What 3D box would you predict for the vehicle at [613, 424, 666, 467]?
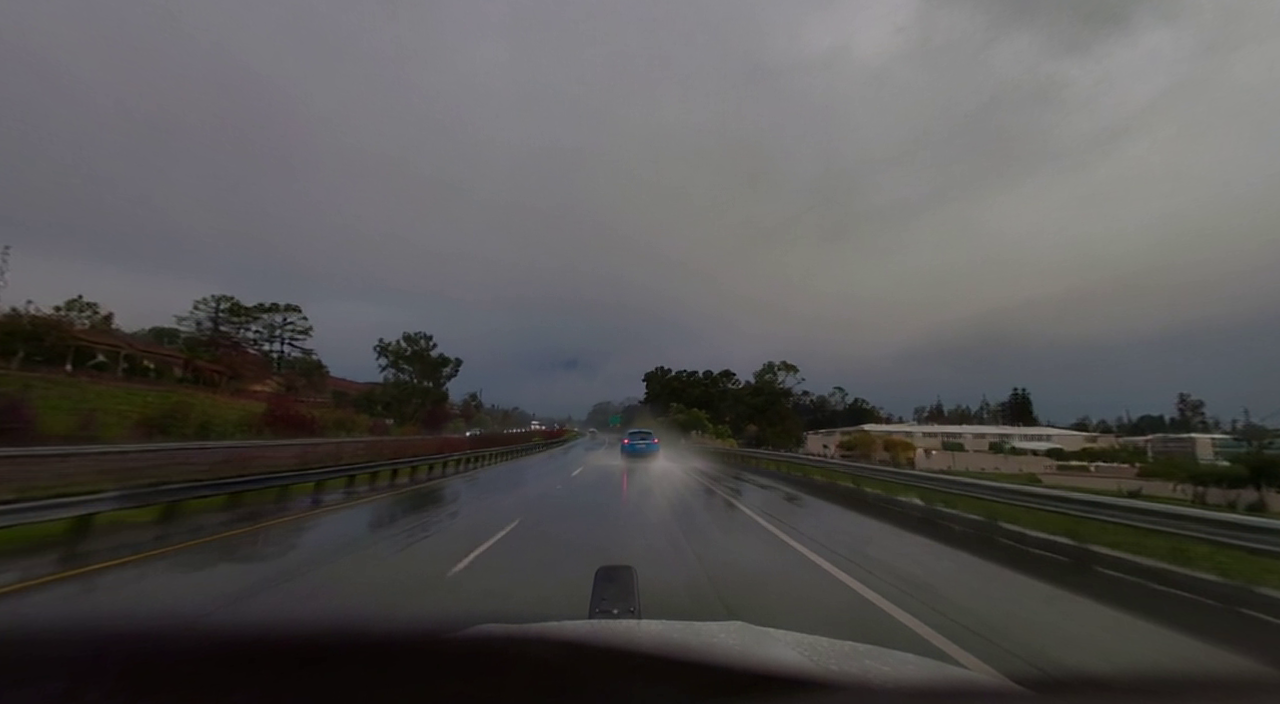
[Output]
[{"bbox_3d":[-0.088,3.854,26.158,2.020,1.633,3.942,0,-8,-2],"label":"vehicle"}]
